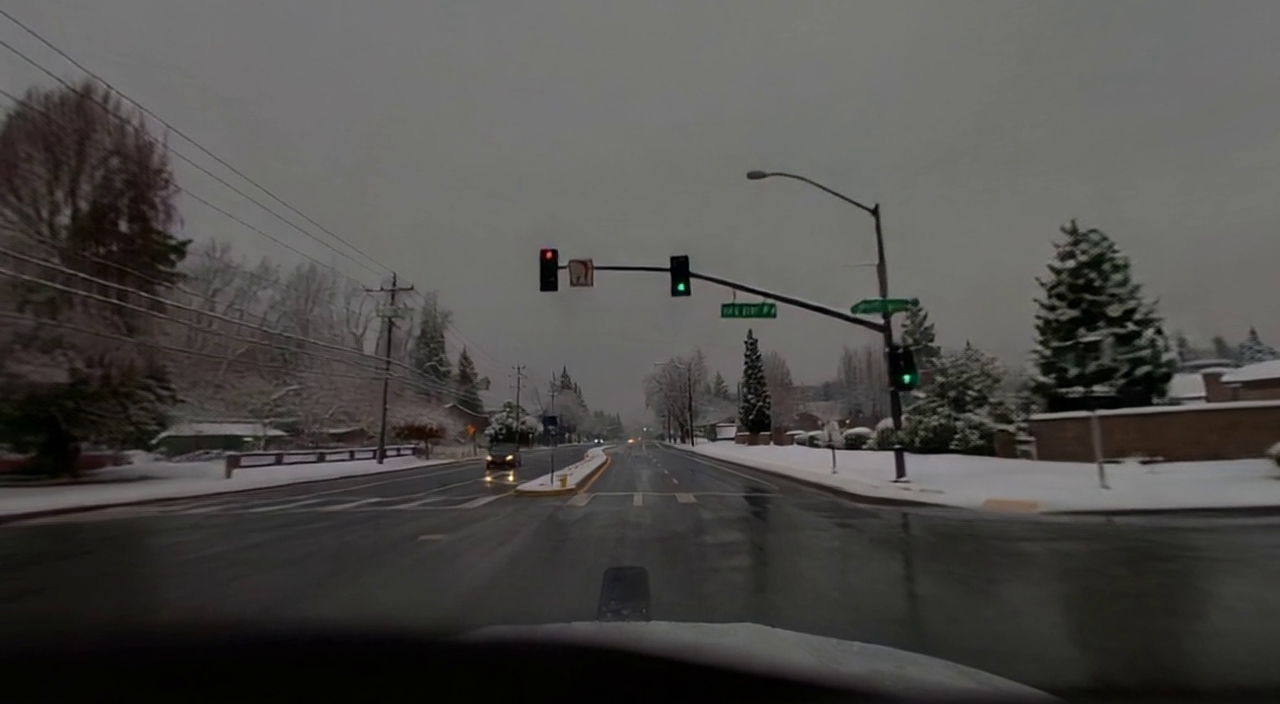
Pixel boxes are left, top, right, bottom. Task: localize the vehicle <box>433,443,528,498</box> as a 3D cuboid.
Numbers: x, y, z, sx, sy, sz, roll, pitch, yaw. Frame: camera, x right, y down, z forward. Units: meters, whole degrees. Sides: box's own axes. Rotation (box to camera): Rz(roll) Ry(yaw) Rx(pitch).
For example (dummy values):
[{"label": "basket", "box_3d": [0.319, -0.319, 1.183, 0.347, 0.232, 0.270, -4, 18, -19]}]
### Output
[{"label": "vehicle", "box_3d": [-5.155, 3.865, 21.225, 1.948, 1.471, 5.408, 2, -7, -2]}]
